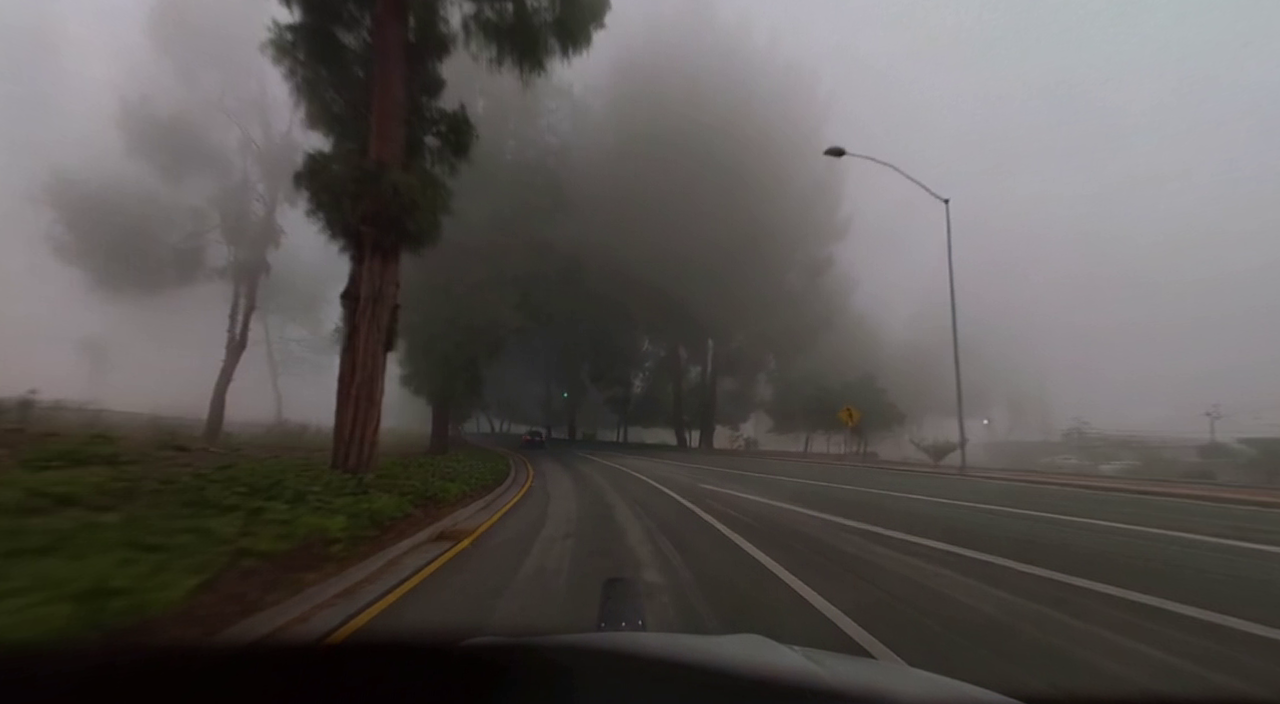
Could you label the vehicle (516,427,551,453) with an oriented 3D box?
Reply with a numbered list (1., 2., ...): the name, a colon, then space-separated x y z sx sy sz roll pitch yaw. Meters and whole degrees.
1. vehicle: -7.689 6.347 45.127 1.947 1.729 4.051 2 -8 -17
